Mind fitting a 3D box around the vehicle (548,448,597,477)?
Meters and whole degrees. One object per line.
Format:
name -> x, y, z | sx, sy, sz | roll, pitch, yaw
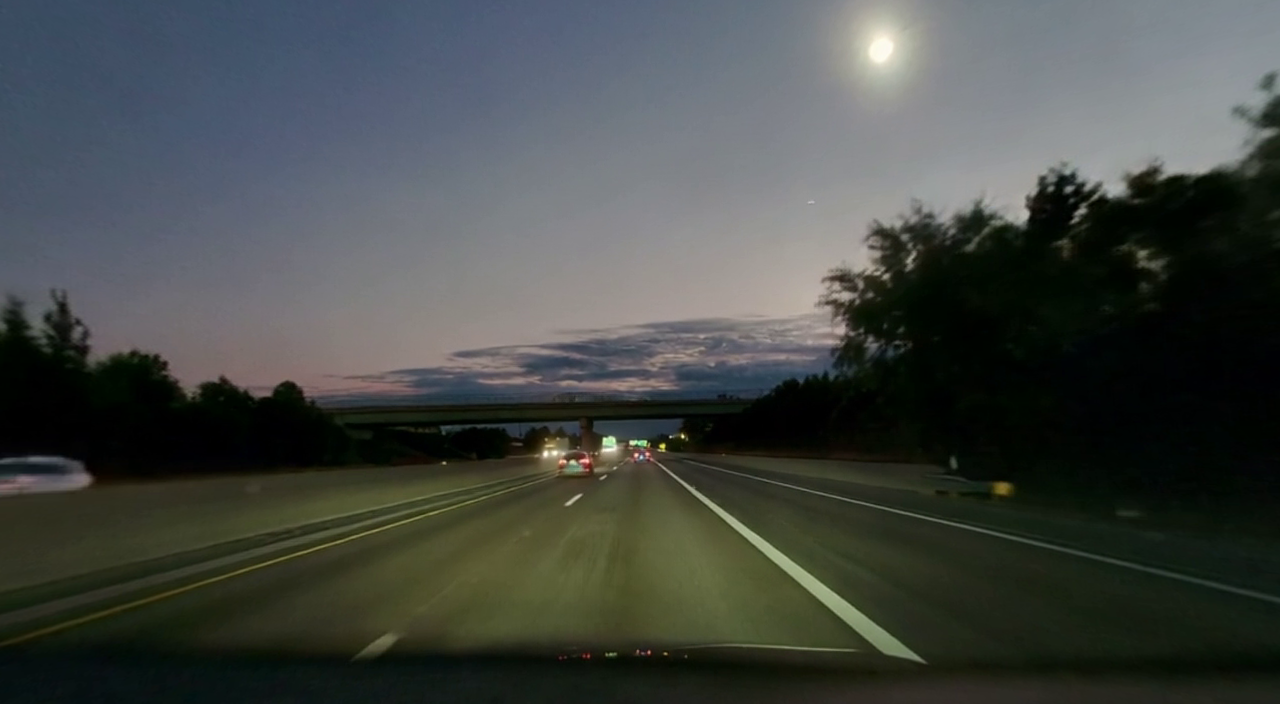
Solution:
vehicle -> -3.706, 6.161, 35.362 | 2.293, 1.462, 4.452 | 0, -9, 0
